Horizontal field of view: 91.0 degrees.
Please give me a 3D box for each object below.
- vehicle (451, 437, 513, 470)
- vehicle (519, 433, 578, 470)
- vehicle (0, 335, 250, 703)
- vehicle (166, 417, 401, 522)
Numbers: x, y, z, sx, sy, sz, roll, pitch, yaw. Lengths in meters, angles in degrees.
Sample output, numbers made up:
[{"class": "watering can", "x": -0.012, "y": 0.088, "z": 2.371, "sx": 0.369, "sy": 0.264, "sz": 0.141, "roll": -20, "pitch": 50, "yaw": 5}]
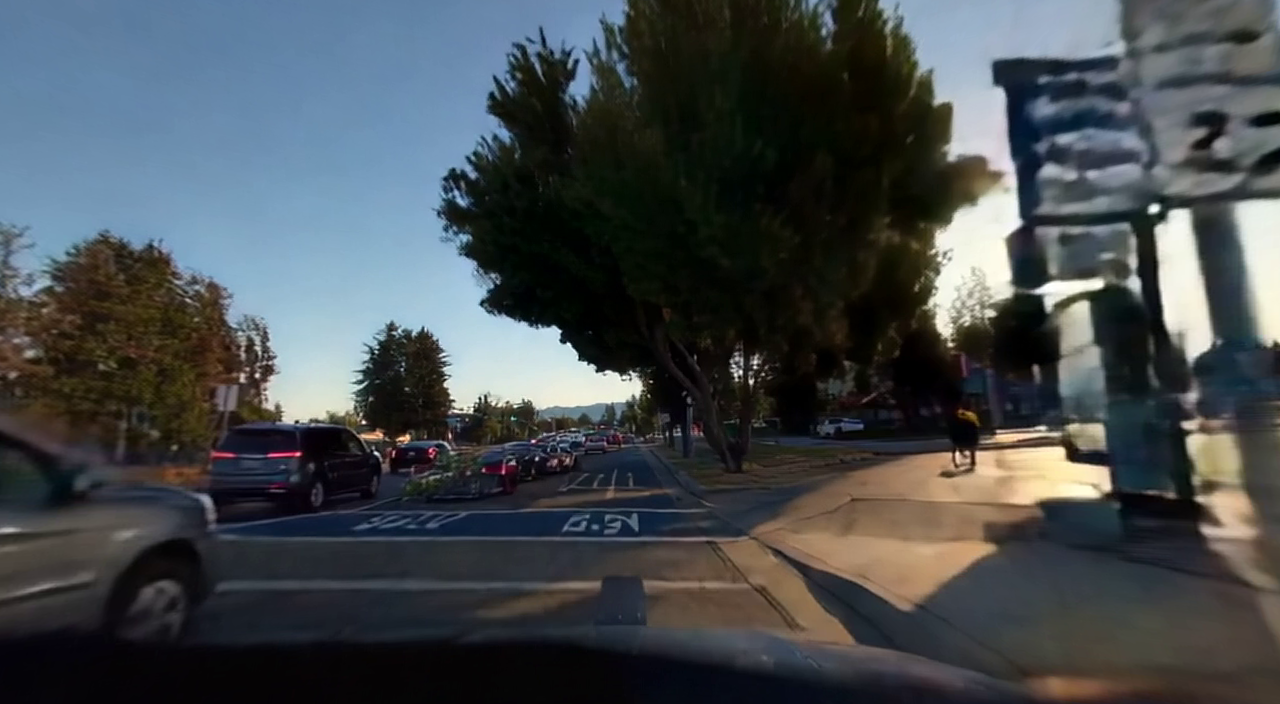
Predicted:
[{"class": "vehicle", "x": -7.553, "y": 4.908, "z": 30.553, "sx": 1.875, "sy": 1.479, "sz": 4.558, "roll": 0, "pitch": -8, "yaw": -1}, {"class": "vehicle", "x": -4.123, "y": 4.564, "z": 28.984, "sx": 2.060, "sy": 1.580, "sz": 3.980, "roll": 0, "pitch": -8, "yaw": 1}, {"class": "vehicle", "x": -3.893, "y": 0.753, "z": 2.048, "sx": 2.306, "sy": 1.815, "sz": 4.476, "roll": 0, "pitch": -8, "yaw": 1}, {"class": "vehicle", "x": -7.000, "y": 2.348, "z": 13.140, "sx": 2.102, "sy": 1.774, "sz": 4.662, "roll": 0, "pitch": -8, "yaw": 1}]
